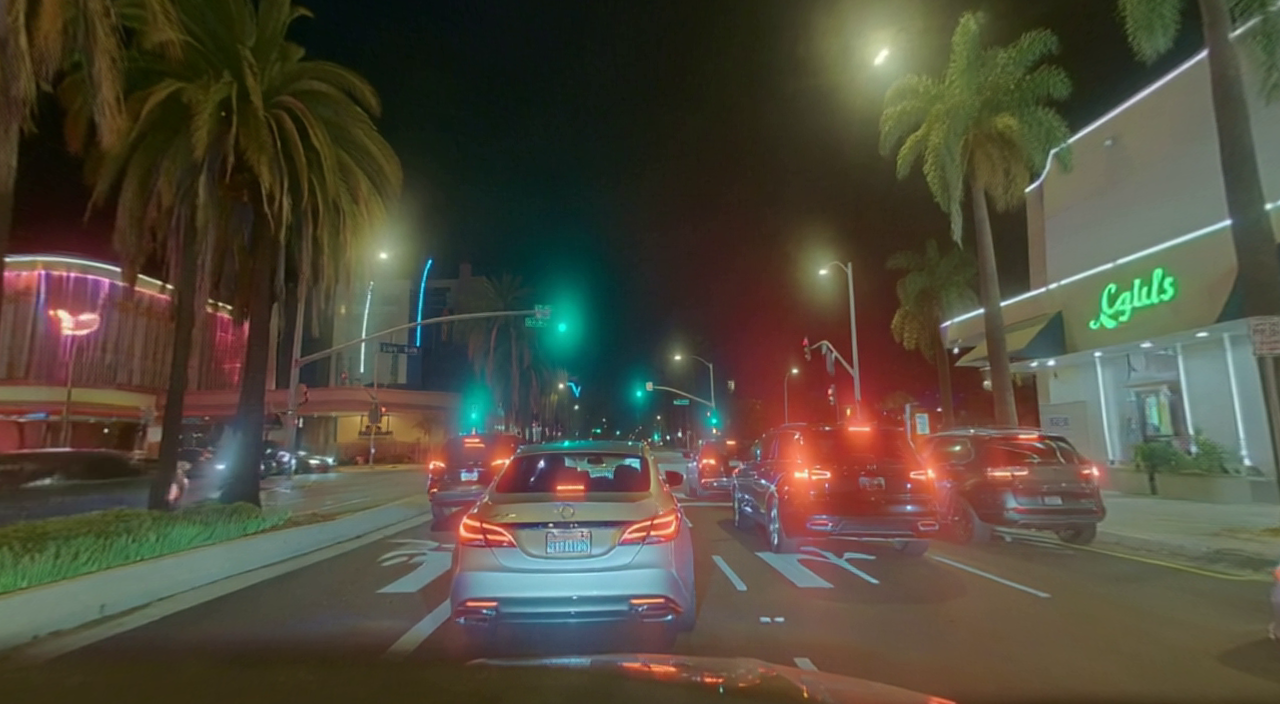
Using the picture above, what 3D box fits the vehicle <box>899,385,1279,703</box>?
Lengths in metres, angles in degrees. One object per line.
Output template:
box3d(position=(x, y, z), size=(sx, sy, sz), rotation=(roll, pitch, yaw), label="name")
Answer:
box3d(position=(2.616, 0.808, 1.462), size=(2.085, 1.469, 4.458), rotation=(0, -9, -1), label="vehicle")

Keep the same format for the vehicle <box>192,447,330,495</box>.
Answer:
box3d(position=(-12.861, 4.024, 21.870), size=(1.856, 1.455, 4.700), rotation=(0, -9, 1), label="vehicle")

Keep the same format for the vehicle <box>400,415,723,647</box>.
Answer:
box3d(position=(-0.517, 1.475, 6.225), size=(2.096, 1.492, 4.071), rotation=(0, -9, 0), label="vehicle")

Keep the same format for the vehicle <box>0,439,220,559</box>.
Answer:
box3d(position=(-8.827, 2.077, 9.549), size=(1.949, 1.442, 4.502), rotation=(0, -9, -2), label="vehicle")

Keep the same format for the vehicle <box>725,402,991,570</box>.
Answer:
box3d(position=(2.645, 1.768, 9.059), size=(2.096, 1.775, 4.440), rotation=(0, -9, -2), label="vehicle")
